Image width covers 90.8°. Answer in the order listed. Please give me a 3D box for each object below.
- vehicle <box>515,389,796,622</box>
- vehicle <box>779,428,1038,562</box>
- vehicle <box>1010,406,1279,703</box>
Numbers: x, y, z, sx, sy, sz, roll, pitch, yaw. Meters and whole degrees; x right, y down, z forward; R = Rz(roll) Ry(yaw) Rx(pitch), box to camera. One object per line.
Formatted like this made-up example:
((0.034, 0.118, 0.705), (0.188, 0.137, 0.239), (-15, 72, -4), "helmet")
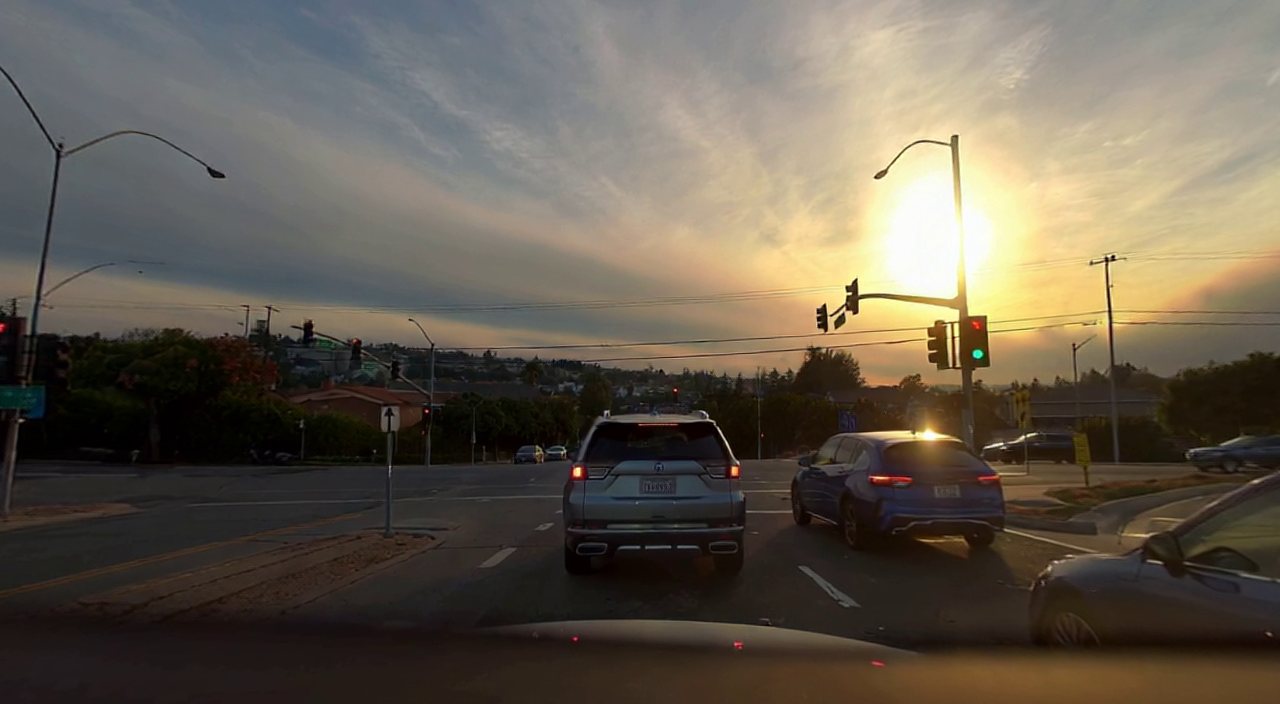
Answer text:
((0.116, 1.520, 7.209), (2.170, 1.793, 4.468), (0, -8, 0), "vehicle")
((3.514, 1.928, 9.318), (1.861, 1.495, 4.215), (0, -8, -2), "vehicle")
((3.152, 0.823, 1.470), (1.924, 1.466, 4.461), (0, -8, 1), "vehicle")
